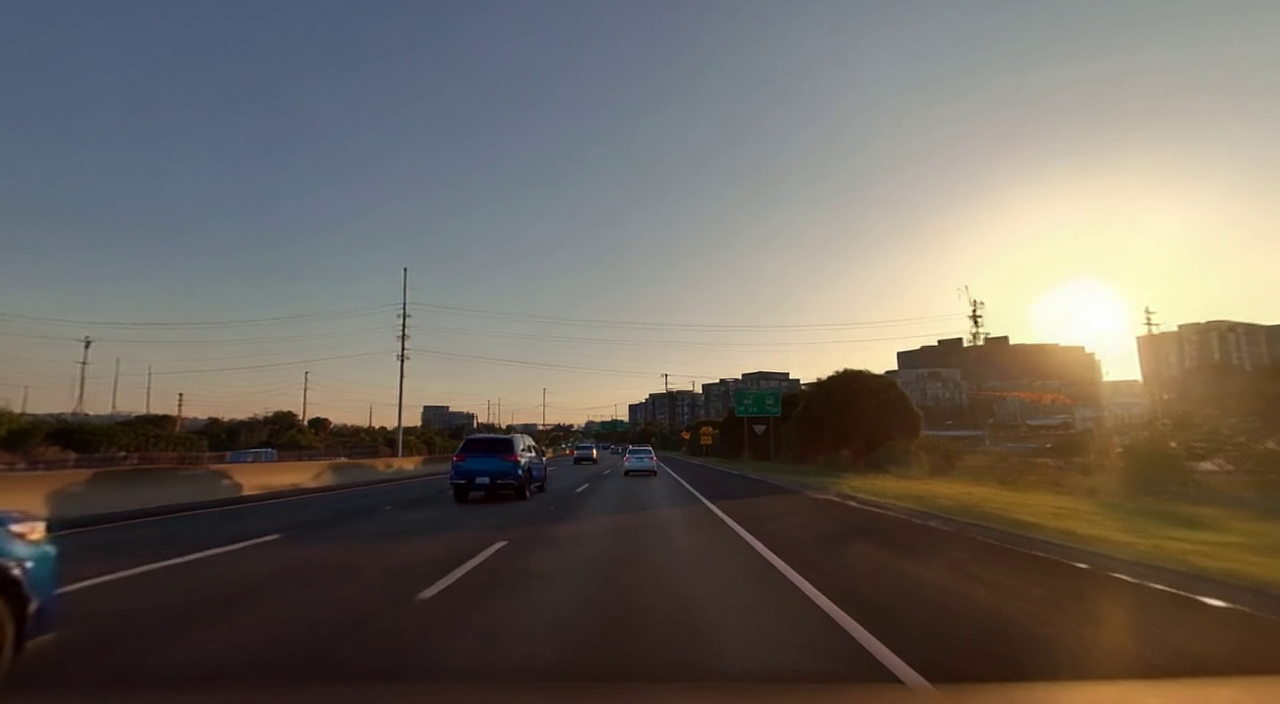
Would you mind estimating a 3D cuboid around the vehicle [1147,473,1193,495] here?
[{"bbox_3d":[39.783,9.851,47.283,4.203,1.418,1.942,8,-12,-42],"label":"vehicle"}]

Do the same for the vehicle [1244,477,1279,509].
[{"bbox_3d":[36.637,8.135,36.536,1.844,1.467,4.653,-7,-11,38],"label":"vehicle"}]

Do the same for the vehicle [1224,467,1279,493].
[{"bbox_3d":[47.684,9.906,48.934,4.590,1.756,2.059,5,-10,-30],"label":"vehicle"}]

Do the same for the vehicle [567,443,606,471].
[{"bbox_3d":[-3.439,6.785,41.014,1.993,1.717,4.321,-1,-8,2],"label":"vehicle"}]

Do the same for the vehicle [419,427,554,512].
[{"bbox_3d":[-3.603,2.861,15.863,2.133,1.789,4.518,-1,-8,2],"label":"vehicle"}]

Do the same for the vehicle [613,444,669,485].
[{"bbox_3d":[0.020,4.376,24.866,2.047,1.473,3.978,0,-8,0],"label":"vehicle"}]
